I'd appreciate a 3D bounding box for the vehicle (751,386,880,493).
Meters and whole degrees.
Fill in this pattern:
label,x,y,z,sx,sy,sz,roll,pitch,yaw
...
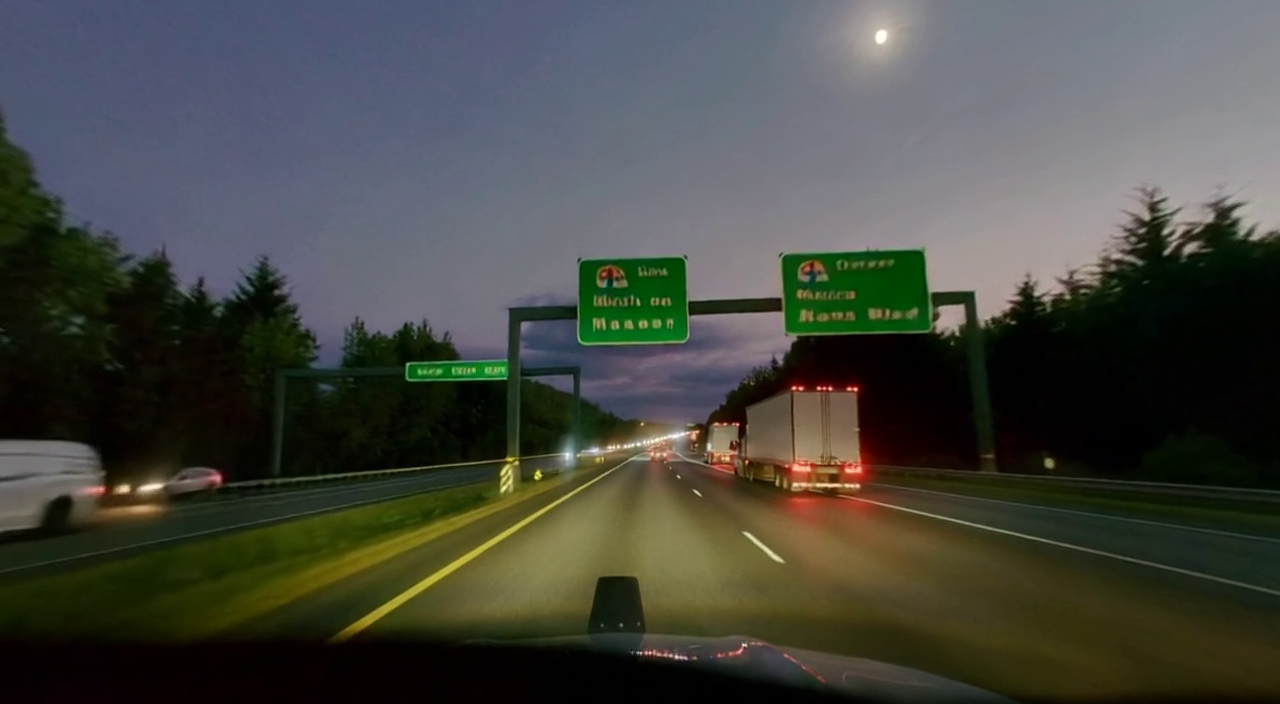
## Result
label,x,y,z,sx,sy,sz,roll,pitch,yaw
vehicle,6.209,3.309,23.648,2.743,3.367,7.306,0,-9,0

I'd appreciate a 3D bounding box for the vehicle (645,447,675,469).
label,x,y,z,sx,sy,sz,roll,pitch,yaw
vehicle,1.454,7.677,45.671,2.049,1.500,3.790,0,-9,2

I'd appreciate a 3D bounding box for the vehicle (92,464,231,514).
label,x,y,z,sx,sy,sz,roll,pitch,yaw
vehicle,-17.206,4.907,22.942,1.865,1.513,3.969,0,-9,0
